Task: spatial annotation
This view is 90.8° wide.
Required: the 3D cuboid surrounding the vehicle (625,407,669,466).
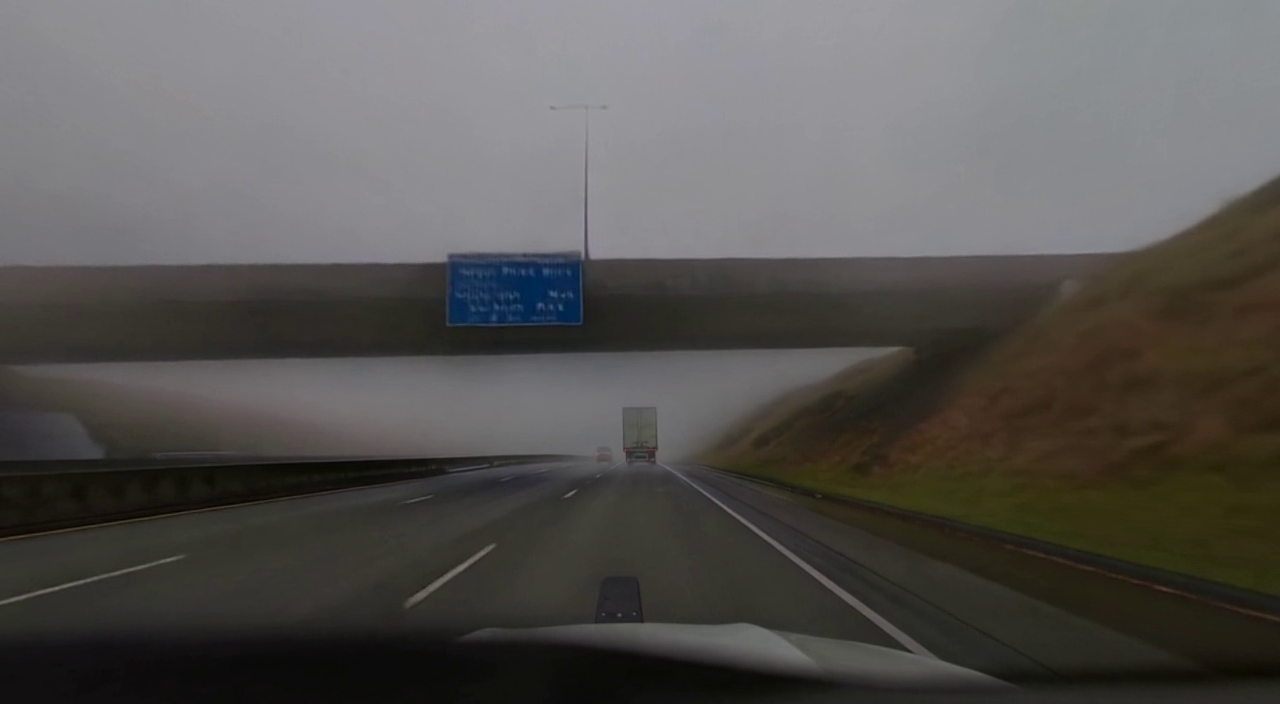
[{"bbox_3d":[0.427,6.727,49.254,3.033,3.985,12.383,0,-9,0],"label":"vehicle"}]
